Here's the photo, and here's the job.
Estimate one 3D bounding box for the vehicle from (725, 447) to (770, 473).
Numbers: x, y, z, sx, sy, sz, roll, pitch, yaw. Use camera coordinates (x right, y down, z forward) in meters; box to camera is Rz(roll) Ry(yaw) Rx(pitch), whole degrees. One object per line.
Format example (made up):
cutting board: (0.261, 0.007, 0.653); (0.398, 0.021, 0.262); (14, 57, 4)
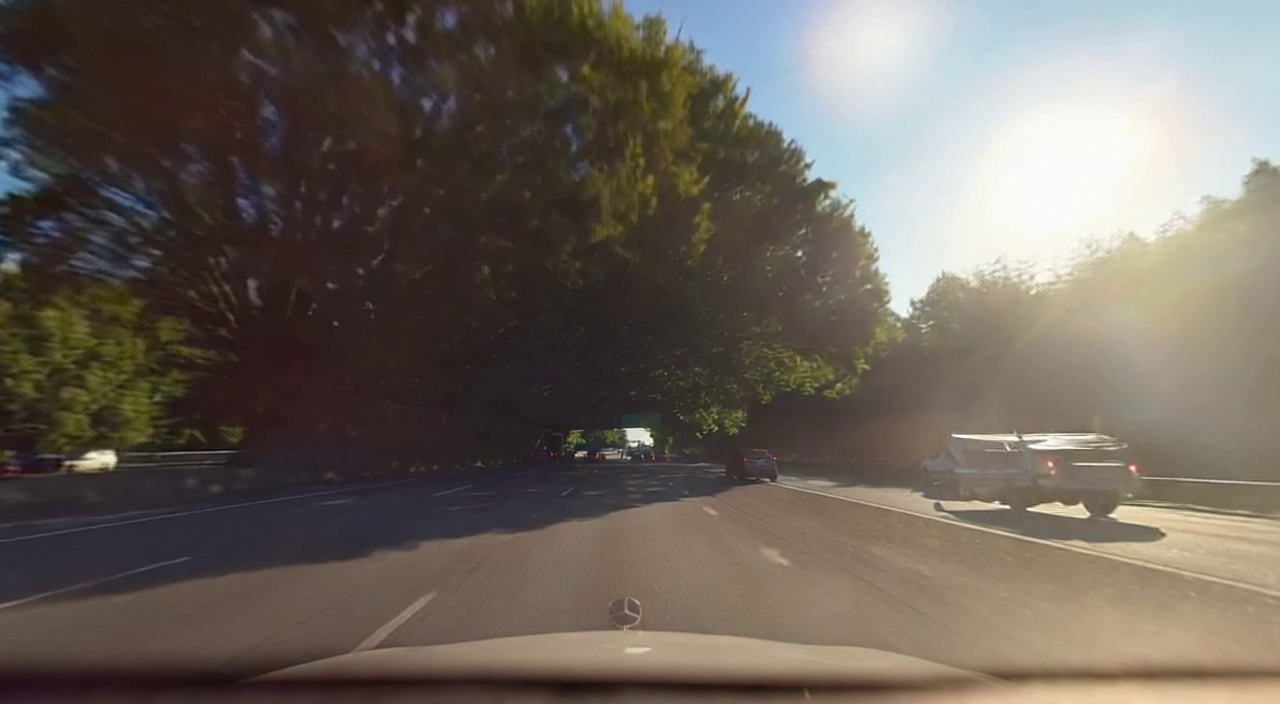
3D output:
vehicle: (6.893, 7.009, 40.958); (1.989, 1.591, 4.348); (0, -9, -2)
